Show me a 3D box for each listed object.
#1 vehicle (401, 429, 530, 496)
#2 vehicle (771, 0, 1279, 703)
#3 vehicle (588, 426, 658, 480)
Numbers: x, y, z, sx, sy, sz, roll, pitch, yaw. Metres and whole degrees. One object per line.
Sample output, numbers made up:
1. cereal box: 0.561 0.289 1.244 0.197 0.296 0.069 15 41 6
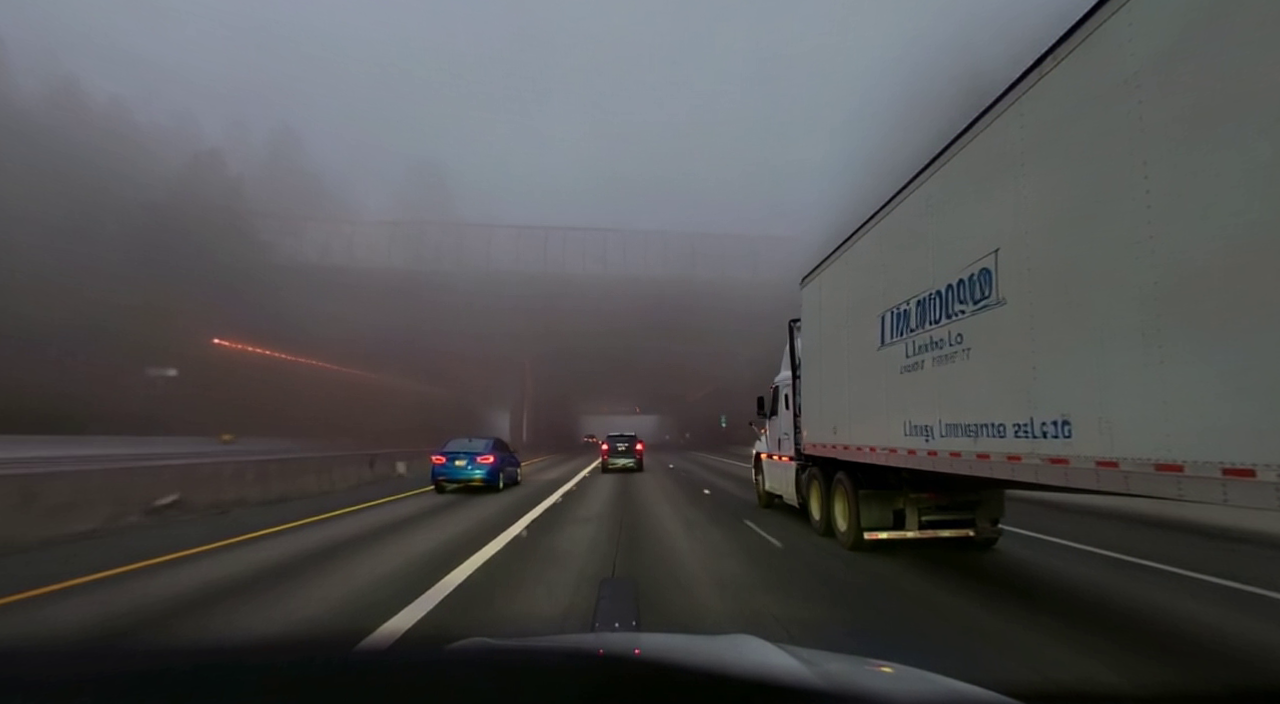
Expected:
1. vehicle: -4.196 2.713 15.960 2.019 1.435 4.317 0 -8 0
2. vehicle: 3.819 -0.137 4.018 2.842 4.108 14.081 0 -8 0
3. vehicle: -0.521 3.288 20.775 2.094 1.600 3.666 0 -8 -1
